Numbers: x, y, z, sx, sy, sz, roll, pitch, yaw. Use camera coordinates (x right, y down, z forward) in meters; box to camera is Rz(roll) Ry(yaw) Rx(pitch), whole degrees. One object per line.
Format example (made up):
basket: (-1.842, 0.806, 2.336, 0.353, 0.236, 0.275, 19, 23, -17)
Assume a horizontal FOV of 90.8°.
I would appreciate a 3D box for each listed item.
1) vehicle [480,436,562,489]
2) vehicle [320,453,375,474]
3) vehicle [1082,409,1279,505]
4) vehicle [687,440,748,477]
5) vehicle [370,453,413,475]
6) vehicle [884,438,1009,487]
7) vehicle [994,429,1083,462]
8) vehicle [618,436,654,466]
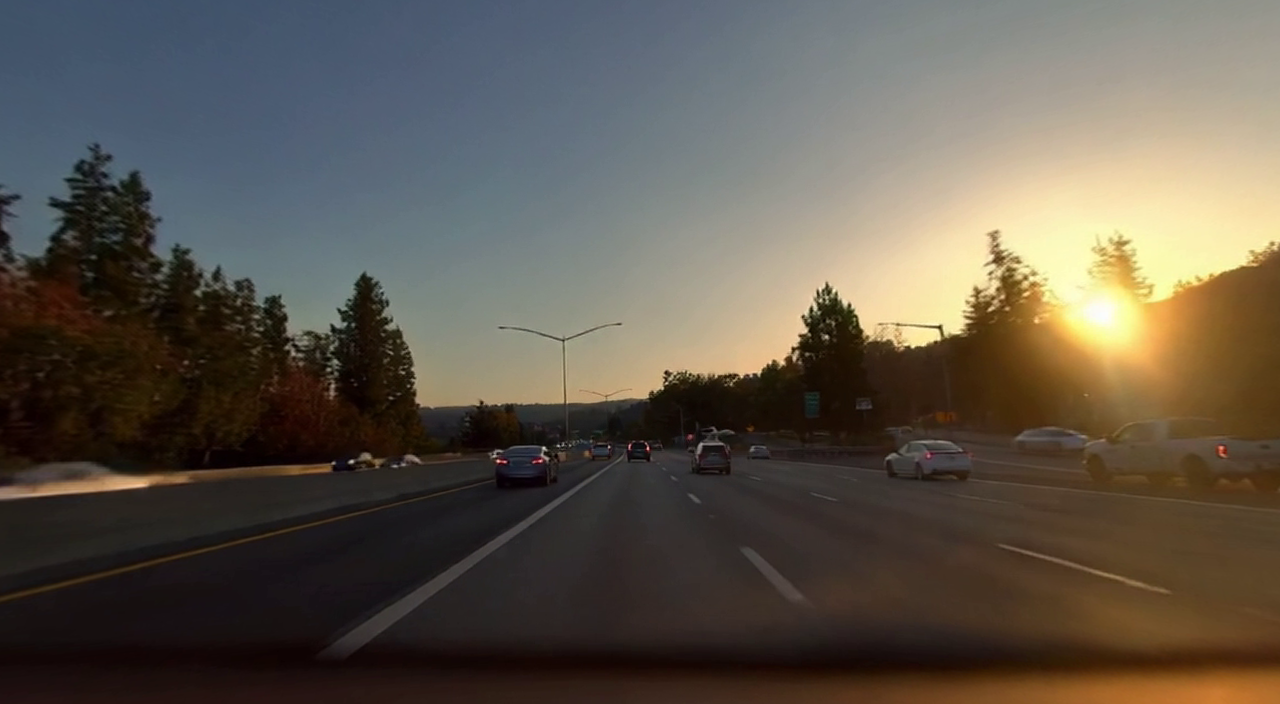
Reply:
vehicle: (-3.972, 3.765, 21.838, 1.992, 1.651, 4.185, 0, -9, 0)
vehicle: (-22.897, 8.739, 49.644, 2.028, 1.520, 4.654, 0, -9, 0)
vehicle: (12.949, 2.349, 14.448, 2.076, 1.799, 4.871, 0, -9, -1)
vehicle: (3.233, 4.559, 27.285, 2.007, 1.469, 4.337, 0, -9, -1)
vehicle: (-16.246, 7.315, 41.452, 1.504, 1.354, 3.323, 0, -8, 0)
vehicle: (9.568, 3.474, 20.131, 1.910, 1.384, 3.867, 0, -9, -2)
vehicle: (19.715, 4.666, 31.484, 1.787, 1.510, 3.947, 0, -9, -1)
vehicle: (-0.241, 6.474, 41.298, 2.192, 1.813, 4.864, 0, -9, 0)
